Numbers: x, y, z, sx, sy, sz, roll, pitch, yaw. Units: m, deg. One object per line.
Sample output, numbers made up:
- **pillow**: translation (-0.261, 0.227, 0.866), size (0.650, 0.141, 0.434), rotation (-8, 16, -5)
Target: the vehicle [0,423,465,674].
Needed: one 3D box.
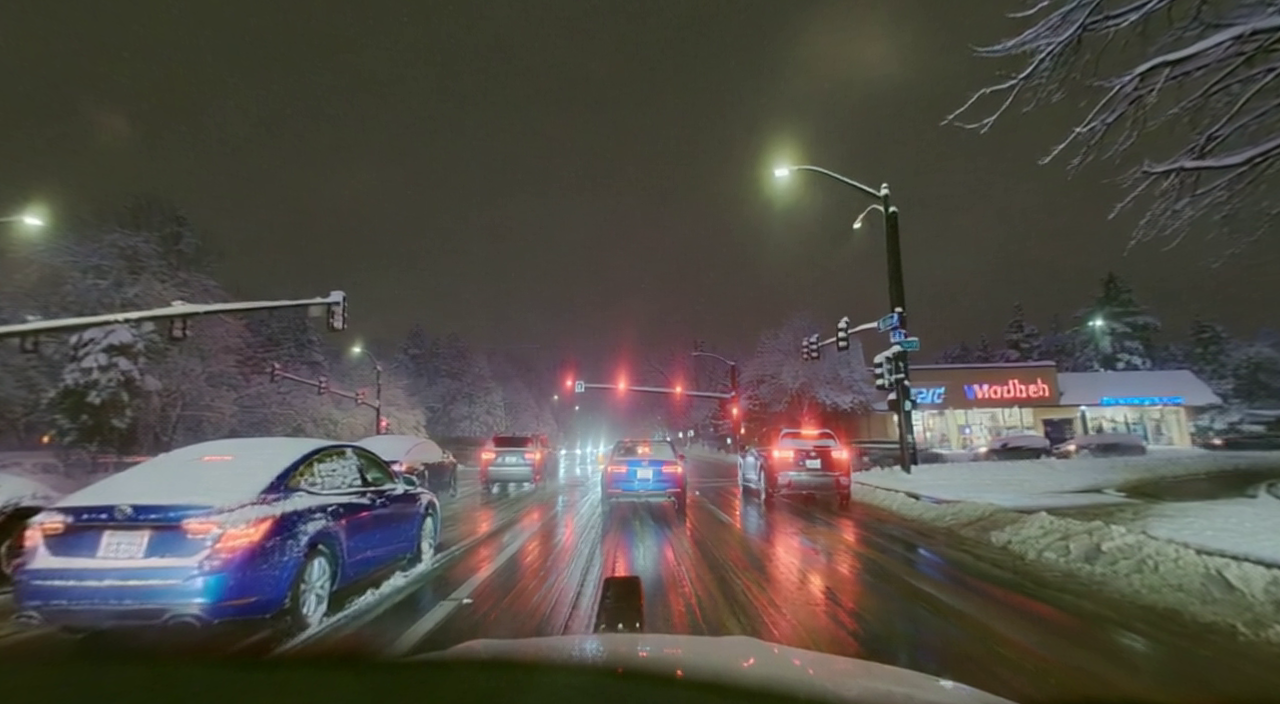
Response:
- **vehicle**: translation (-3.331, 1.509, 5.994), size (2.014, 1.472, 4.357), rotation (0, -9, 1)

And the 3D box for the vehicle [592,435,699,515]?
- **vehicle**: translation (0.142, 2.658, 13.997), size (2.032, 1.499, 3.994), rotation (0, -9, 1)

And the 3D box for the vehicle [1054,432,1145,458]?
- **vehicle**: translation (30.586, 6.197, 42.013), size (4.432, 1.680, 1.932), rotation (0, -9, 2)

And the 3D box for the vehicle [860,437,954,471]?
- **vehicle**: translation (12.303, 4.729, 29.254), size (3.822, 1.514, 1.905), rotation (-3, -9, 19)

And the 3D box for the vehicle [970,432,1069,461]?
- **vehicle**: translation (23.320, 5.812, 38.828), size (4.781, 1.700, 1.986), rotation (0, -9, 1)

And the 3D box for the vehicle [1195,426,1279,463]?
- **vehicle**: translation (32.993, 4.848, 32.976), size (5.504, 1.821, 2.173), rotation (-1, -9, 4)

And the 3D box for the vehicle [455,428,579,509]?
- **vehicle**: translation (-2.817, 2.809, 15.518), size (2.072, 1.694, 4.070), rotation (0, -9, 2)

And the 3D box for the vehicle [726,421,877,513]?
- **vehicle**: translation (3.331, 2.492, 14.041), size (2.076, 1.691, 4.402), rotation (0, -9, -2)
